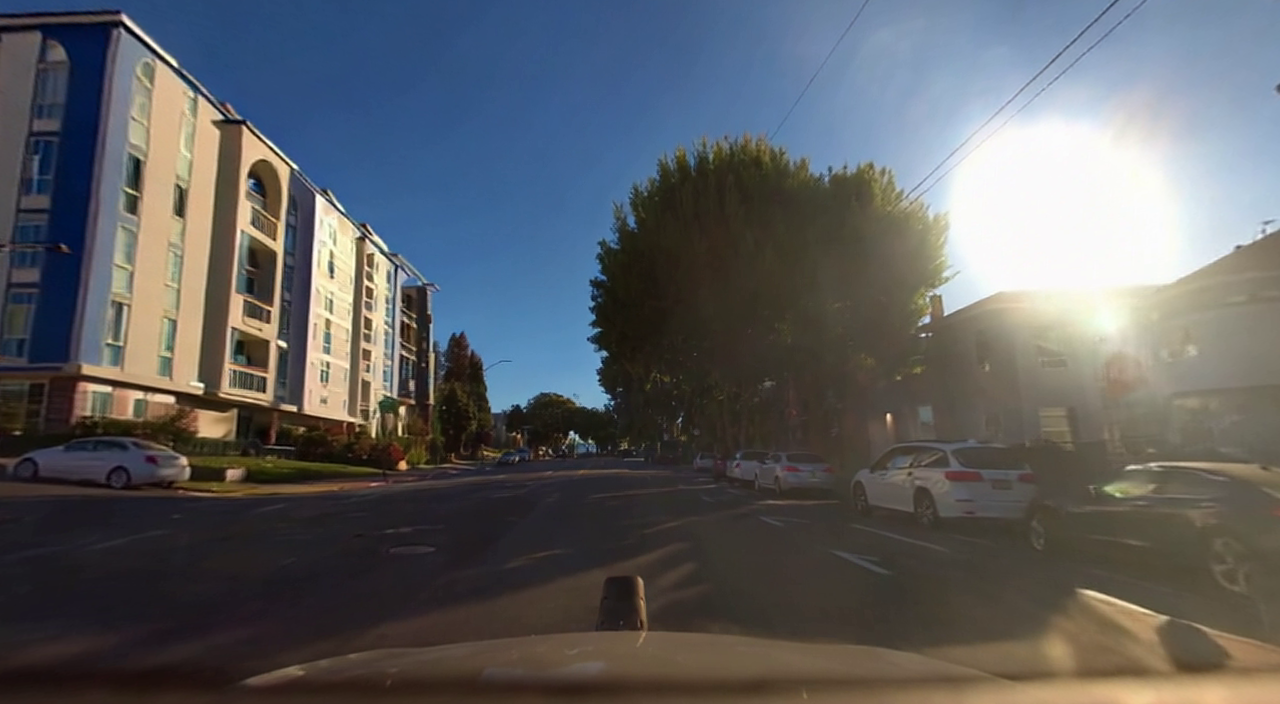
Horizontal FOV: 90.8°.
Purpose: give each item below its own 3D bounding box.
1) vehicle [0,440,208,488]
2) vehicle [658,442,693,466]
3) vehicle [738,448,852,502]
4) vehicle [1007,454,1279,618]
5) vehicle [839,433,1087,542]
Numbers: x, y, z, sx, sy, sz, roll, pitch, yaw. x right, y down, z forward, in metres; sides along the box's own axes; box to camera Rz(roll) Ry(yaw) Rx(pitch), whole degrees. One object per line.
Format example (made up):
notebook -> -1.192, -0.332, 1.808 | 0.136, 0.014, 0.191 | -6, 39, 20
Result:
vehicle -> -16.407, 3.407, 19.490 | 4.603, 1.335, 1.889 | 2, -9, -14
vehicle -> 2.729, 8.012, 49.708 | 2.386, 1.752, 4.376 | 0, -8, -3
vehicle -> 5.032, 4.034, 21.313 | 2.122, 1.554, 4.777 | 1, -8, -7
vehicle -> 6.469, 1.885, 7.185 | 1.900, 1.368, 4.176 | 1, -8, -3
vehicle -> 5.978, 2.516, 12.591 | 1.917, 1.704, 4.840 | 1, -8, -7
